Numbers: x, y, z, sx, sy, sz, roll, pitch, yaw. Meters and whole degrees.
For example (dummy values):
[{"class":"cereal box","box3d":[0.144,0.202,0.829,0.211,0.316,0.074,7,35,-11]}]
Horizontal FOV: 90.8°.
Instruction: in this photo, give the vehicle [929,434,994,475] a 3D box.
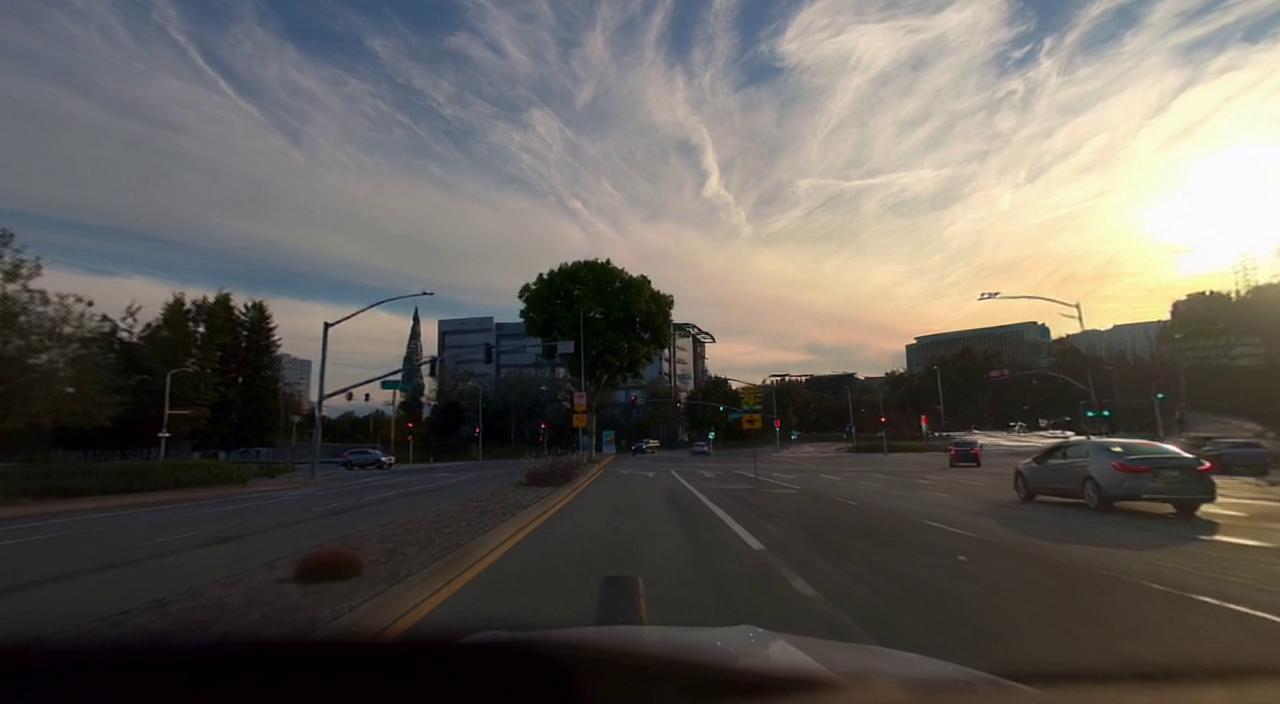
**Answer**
[{"class":"vehicle","box3d":[15.462,4.926,30.637,1.951,1.843,4.335,-3,-9,16]}]

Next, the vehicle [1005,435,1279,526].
[{"class":"vehicle","box3d":[9.732,2.469,12.823,1.933,1.500,4.458,0,-8,-1]}]
